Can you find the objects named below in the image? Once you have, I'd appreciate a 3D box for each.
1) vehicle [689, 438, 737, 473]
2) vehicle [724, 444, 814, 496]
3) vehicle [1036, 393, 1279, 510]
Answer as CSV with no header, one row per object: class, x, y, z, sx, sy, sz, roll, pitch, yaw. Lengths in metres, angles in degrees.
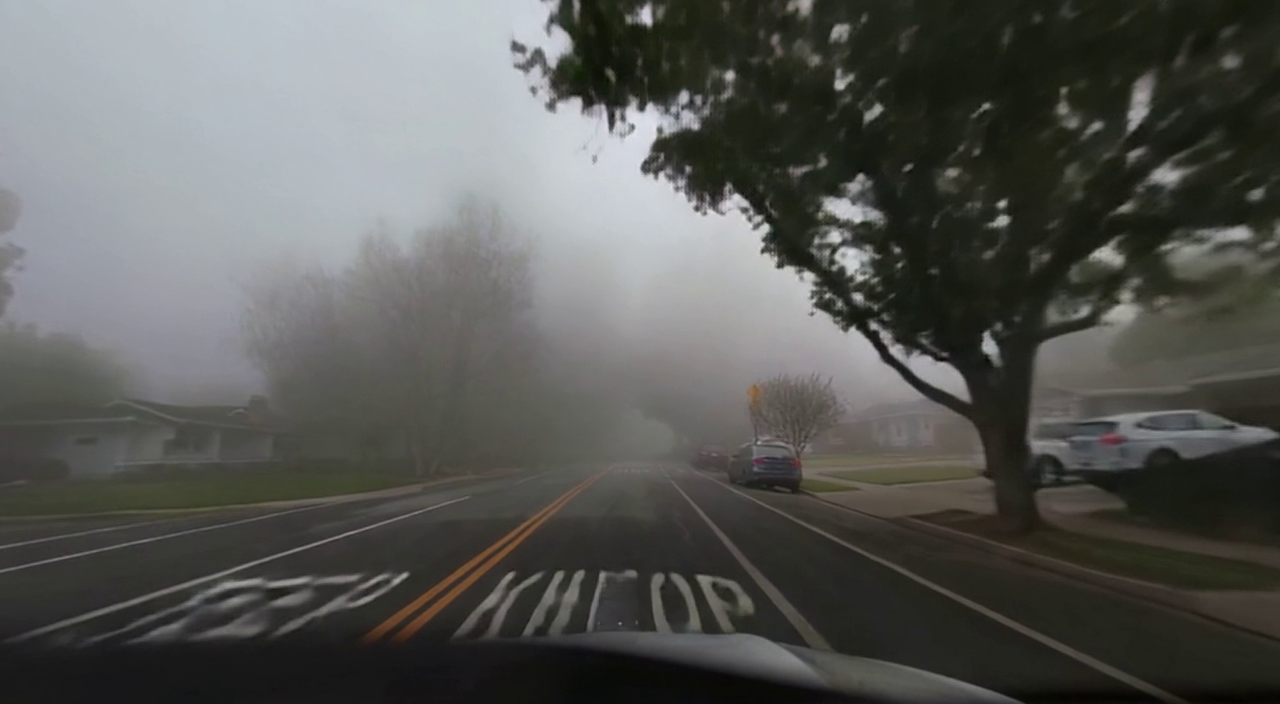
vehicle,3.962,5.731,35.074,2.032,1.792,4.849,0,-9,0
vehicle,3.960,3.672,20.115,1.940,1.470,4.101,0,-9,-1
vehicle,10.965,1.888,12.543,4.459,1.696,2.361,-6,-8,-1
